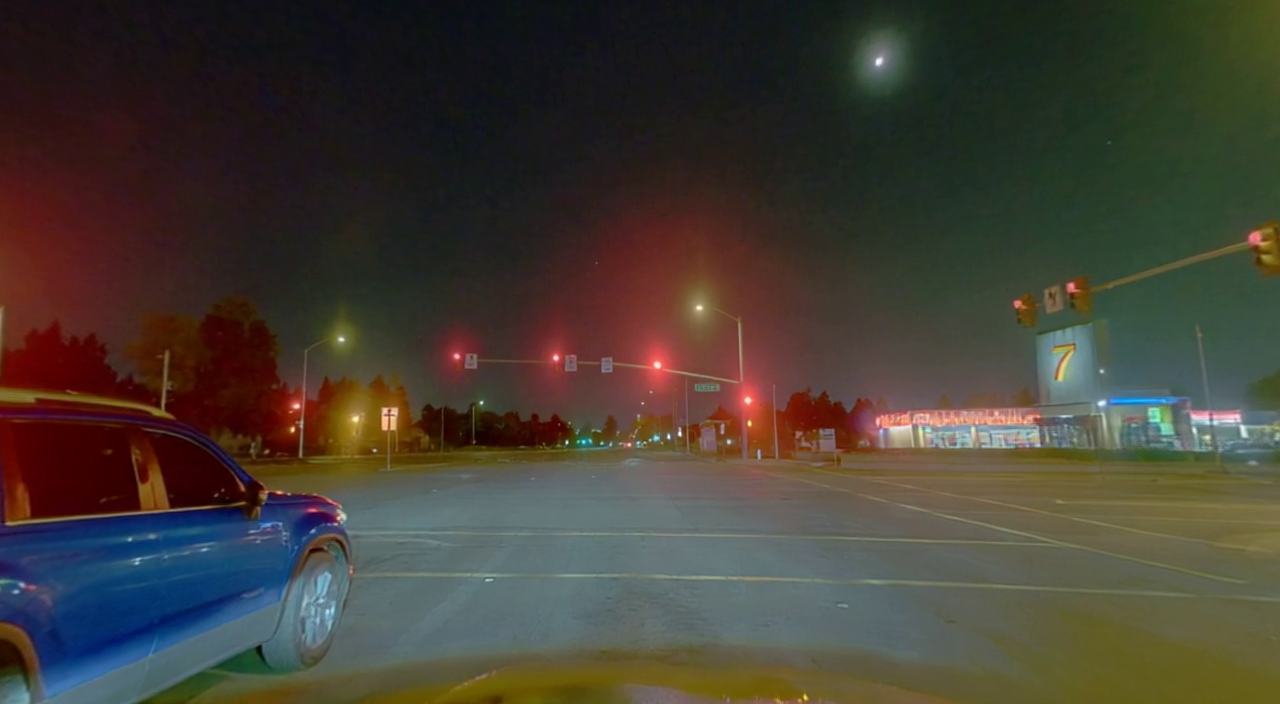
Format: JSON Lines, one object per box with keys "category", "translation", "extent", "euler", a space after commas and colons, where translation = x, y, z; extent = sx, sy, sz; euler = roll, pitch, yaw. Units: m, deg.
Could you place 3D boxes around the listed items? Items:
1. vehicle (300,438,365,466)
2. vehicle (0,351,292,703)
{"category": "vehicle", "translation": [-20.488, 6.686, 42.157], "extent": [2.004, 1.699, 4.486], "euler": [0, -9, 1]}
{"category": "vehicle", "translation": [-3.431, 0.802, 2.047], "extent": [2.053, 1.690, 4.364], "euler": [0, -9, 0]}
